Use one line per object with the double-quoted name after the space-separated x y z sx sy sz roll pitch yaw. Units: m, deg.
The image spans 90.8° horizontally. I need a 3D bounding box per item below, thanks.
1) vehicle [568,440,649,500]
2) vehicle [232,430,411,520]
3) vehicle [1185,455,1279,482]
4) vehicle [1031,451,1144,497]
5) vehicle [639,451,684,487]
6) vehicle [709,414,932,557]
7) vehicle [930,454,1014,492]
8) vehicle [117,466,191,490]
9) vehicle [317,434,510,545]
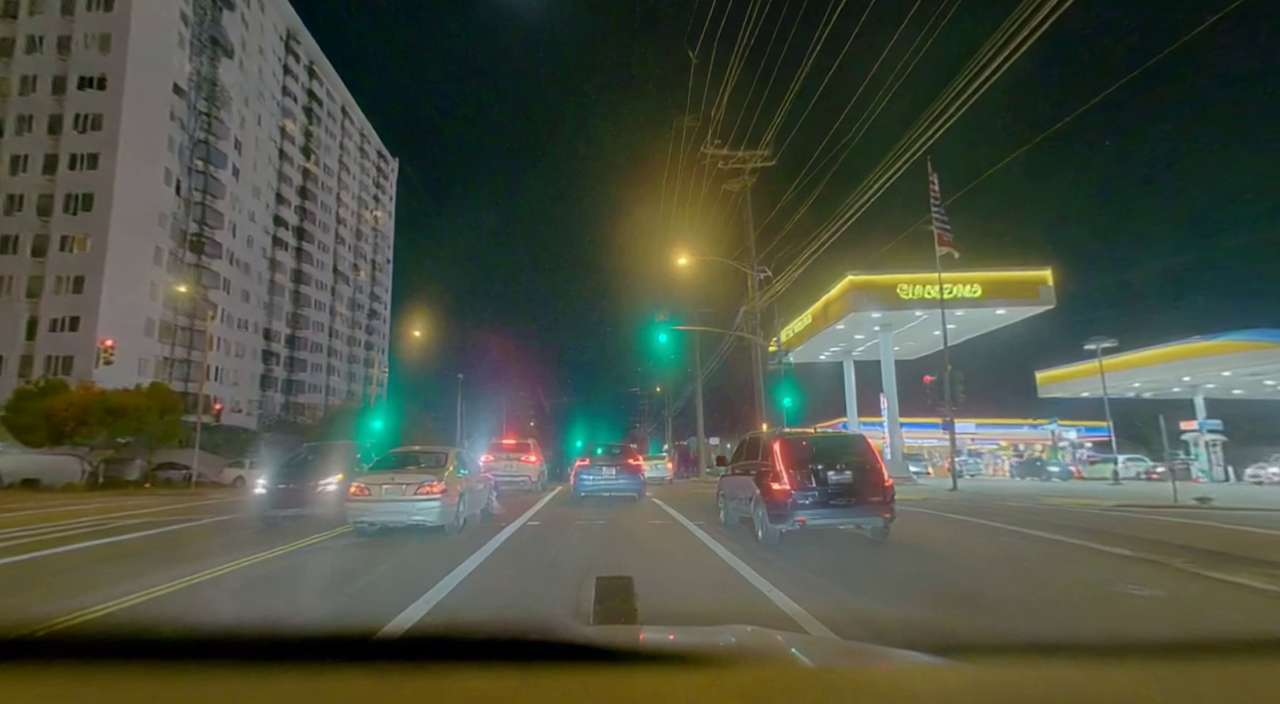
-0.862 3.244 17.794 1.999 1.487 3.939 0 -8 -2 "vehicle"
-7.064 2.749 14.656 2.069 1.735 4.240 0 -8 -3 "vehicle"
35.345 6.817 37.204 4.573 1.474 2.080 0 -8 -3 "vehicle"
20.238 5.493 28.813 1.878 1.680 4.244 -2 -7 -2 "vehicle"
1.068 6.208 33.830 1.953 1.687 4.094 0 -8 -4 "vehicle"
2.364 1.875 9.572 1.945 1.647 4.160 0 -8 -3 "vehicle"
14.773 5.379 28.429 1.959 1.482 4.664 -2 -9 11 "vehicle"
-31.135 8.079 40.481 4.380 1.372 1.760 -6 -10 23 "vehicle"
-3.492 2.162 10.710 1.932 1.458 4.330 0 -8 -4 "vehicle"
